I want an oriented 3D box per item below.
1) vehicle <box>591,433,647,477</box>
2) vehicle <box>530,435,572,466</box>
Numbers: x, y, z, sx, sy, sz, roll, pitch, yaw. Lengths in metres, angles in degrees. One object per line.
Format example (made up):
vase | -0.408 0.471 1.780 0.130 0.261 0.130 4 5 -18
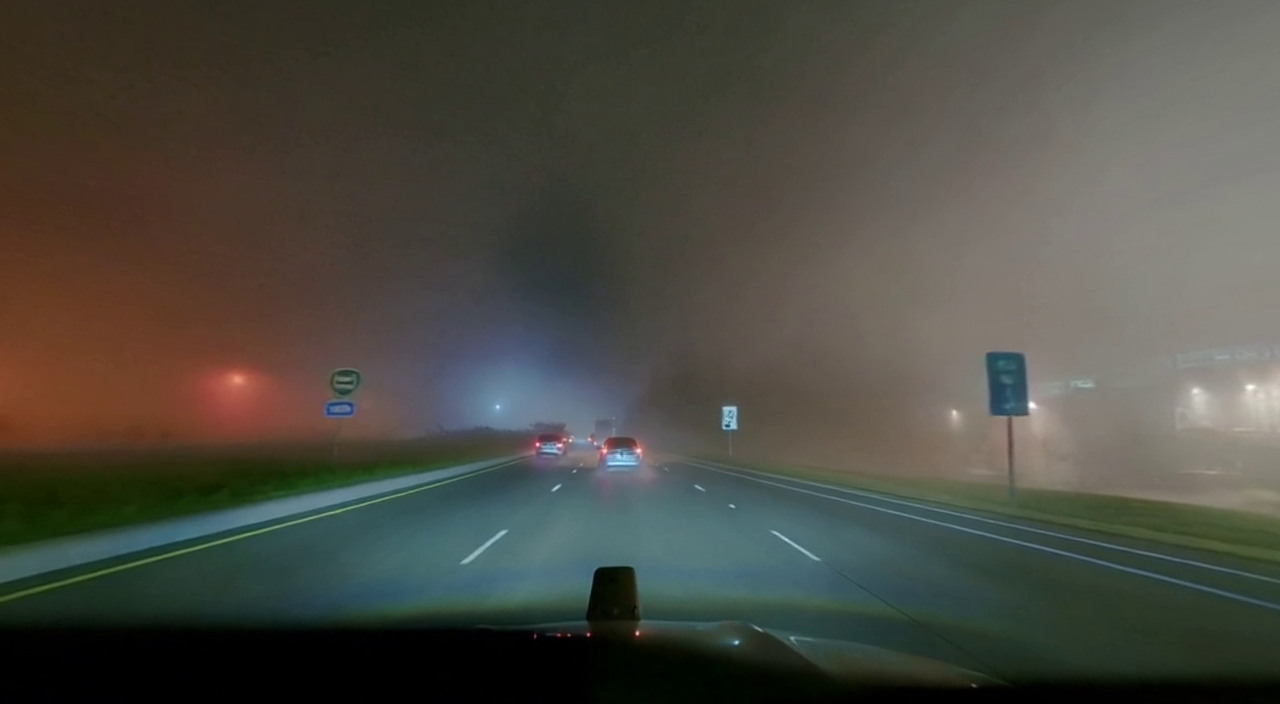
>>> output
vehicle | -0.866 4.134 25.540 2.078 1.608 3.982 0 -8 -3
vehicle | -5.290 5.890 37.929 2.080 1.733 4.410 0 -8 -3
